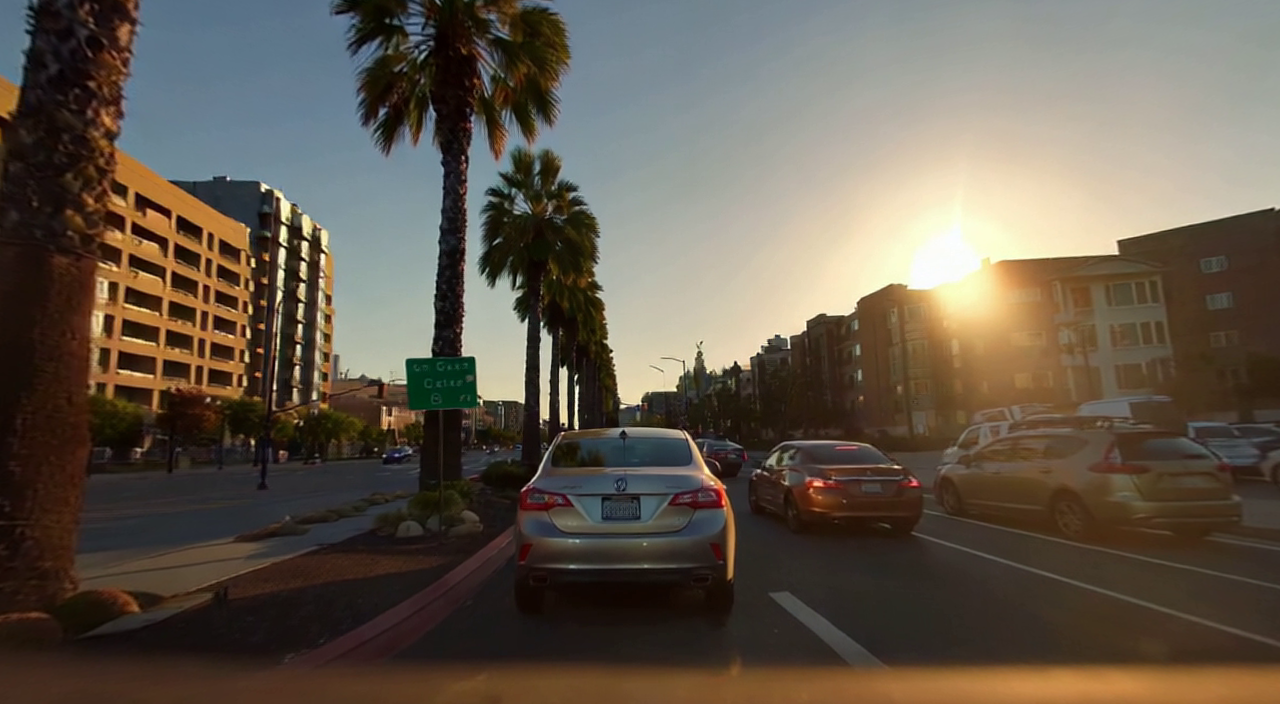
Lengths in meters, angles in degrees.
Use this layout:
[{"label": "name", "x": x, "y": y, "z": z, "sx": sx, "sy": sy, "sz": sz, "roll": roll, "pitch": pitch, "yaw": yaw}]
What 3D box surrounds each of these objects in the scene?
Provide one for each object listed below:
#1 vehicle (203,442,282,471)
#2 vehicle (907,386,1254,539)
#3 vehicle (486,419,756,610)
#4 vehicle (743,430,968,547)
[{"label": "vehicle", "x": -28.329, "y": 7.438, "z": 45.330, "sx": 2.115, "sy": 1.884, "sz": 5.481, "roll": 0, "pitch": -8, "yaw": 0}, {"label": "vehicle", "x": 7.180, "y": 1.910, "z": 11.441, "sx": 2.254, "sy": 2.072, "sz": 5.577, "roll": 0, "pitch": -8, "yaw": 1}, {"label": "vehicle", "x": -0.165, "y": 1.594, "z": 7.082, "sx": 2.158, "sy": 1.498, "sz": 3.919, "roll": 0, "pitch": -8, "yaw": 0}, {"label": "vehicle", "x": 3.083, "y": 2.051, "z": 10.224, "sx": 1.925, "sy": 1.451, "sz": 4.436, "roll": 0, "pitch": -8, "yaw": -2}]
